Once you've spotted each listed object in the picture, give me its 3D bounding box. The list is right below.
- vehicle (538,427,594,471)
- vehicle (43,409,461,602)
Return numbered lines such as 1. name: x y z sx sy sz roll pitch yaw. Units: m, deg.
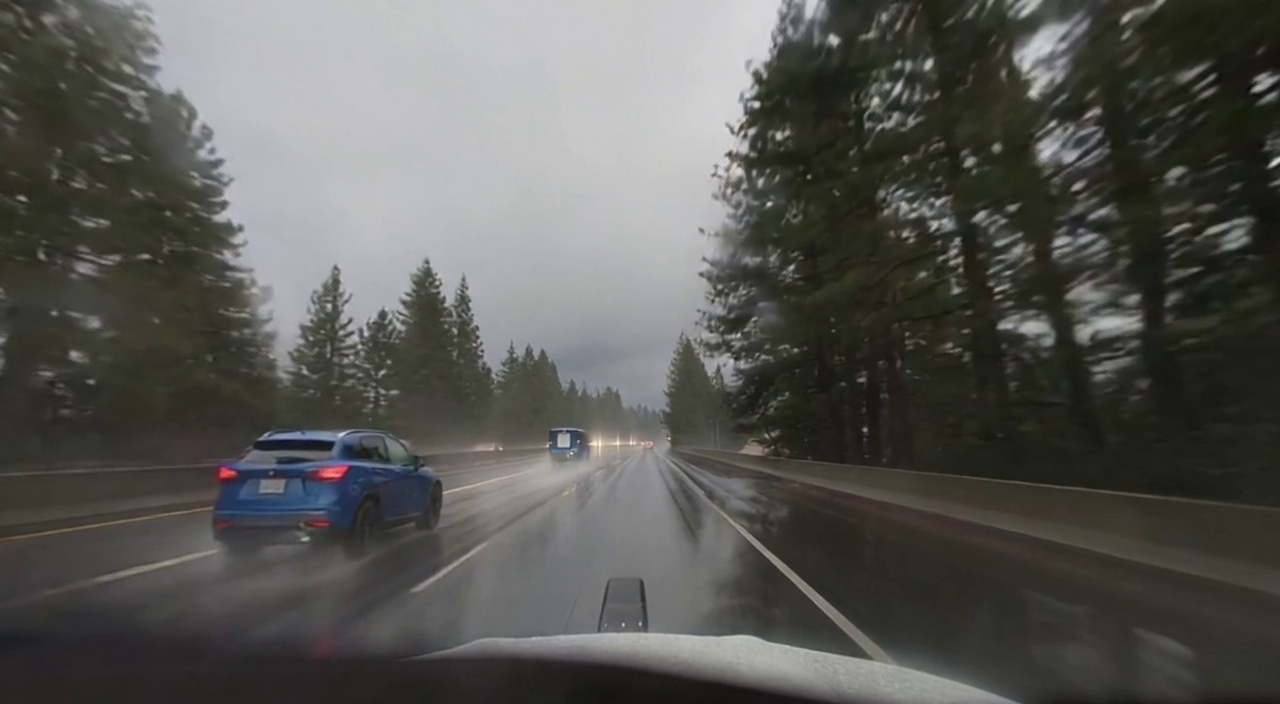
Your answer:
1. vehicle: -3.729 5.003 32.506 2.241 2.095 4.985 0 -8 0
2. vehicle: -3.914 1.621 7.632 2.053 1.589 4.671 0 -8 1
